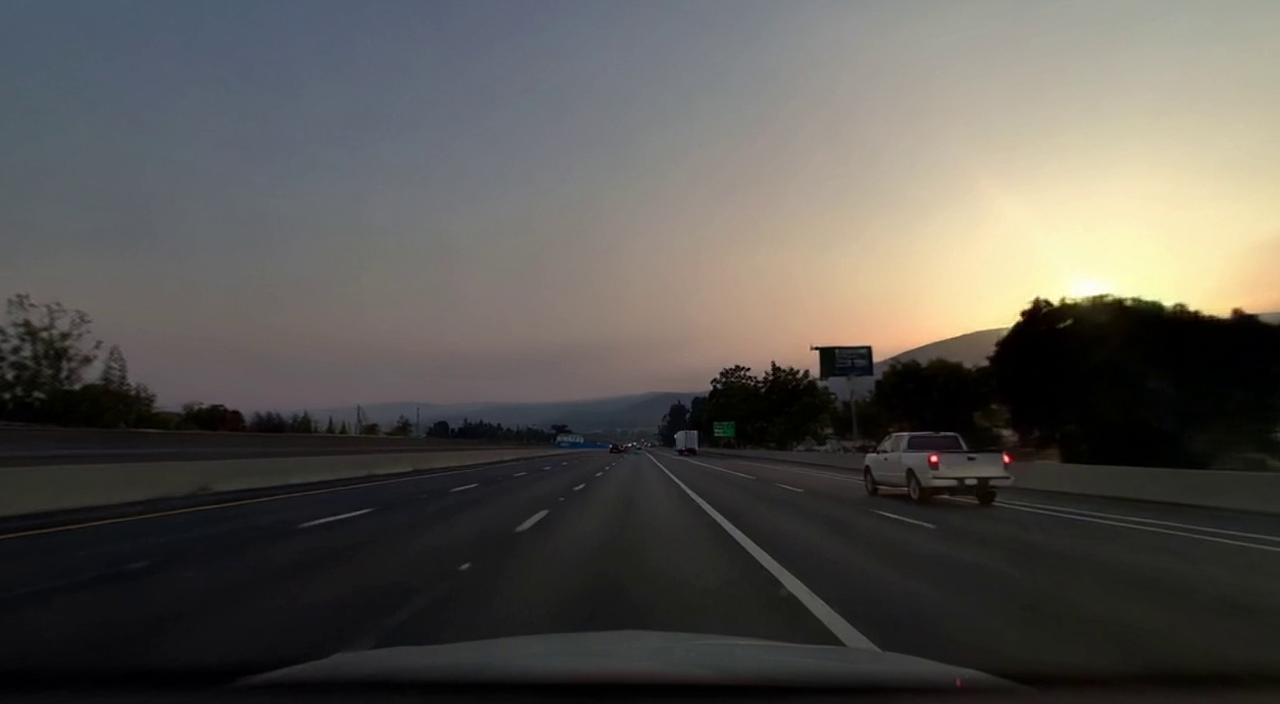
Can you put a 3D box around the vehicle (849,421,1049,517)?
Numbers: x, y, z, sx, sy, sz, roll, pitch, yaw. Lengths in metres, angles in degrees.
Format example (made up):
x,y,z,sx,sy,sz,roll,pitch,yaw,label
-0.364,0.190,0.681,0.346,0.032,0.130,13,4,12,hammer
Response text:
x,y,z,sx,sy,sz,roll,pitch,yaw,label
6.558,2.547,14.149,2.096,1.767,4.601,0,-9,-1,vehicle
